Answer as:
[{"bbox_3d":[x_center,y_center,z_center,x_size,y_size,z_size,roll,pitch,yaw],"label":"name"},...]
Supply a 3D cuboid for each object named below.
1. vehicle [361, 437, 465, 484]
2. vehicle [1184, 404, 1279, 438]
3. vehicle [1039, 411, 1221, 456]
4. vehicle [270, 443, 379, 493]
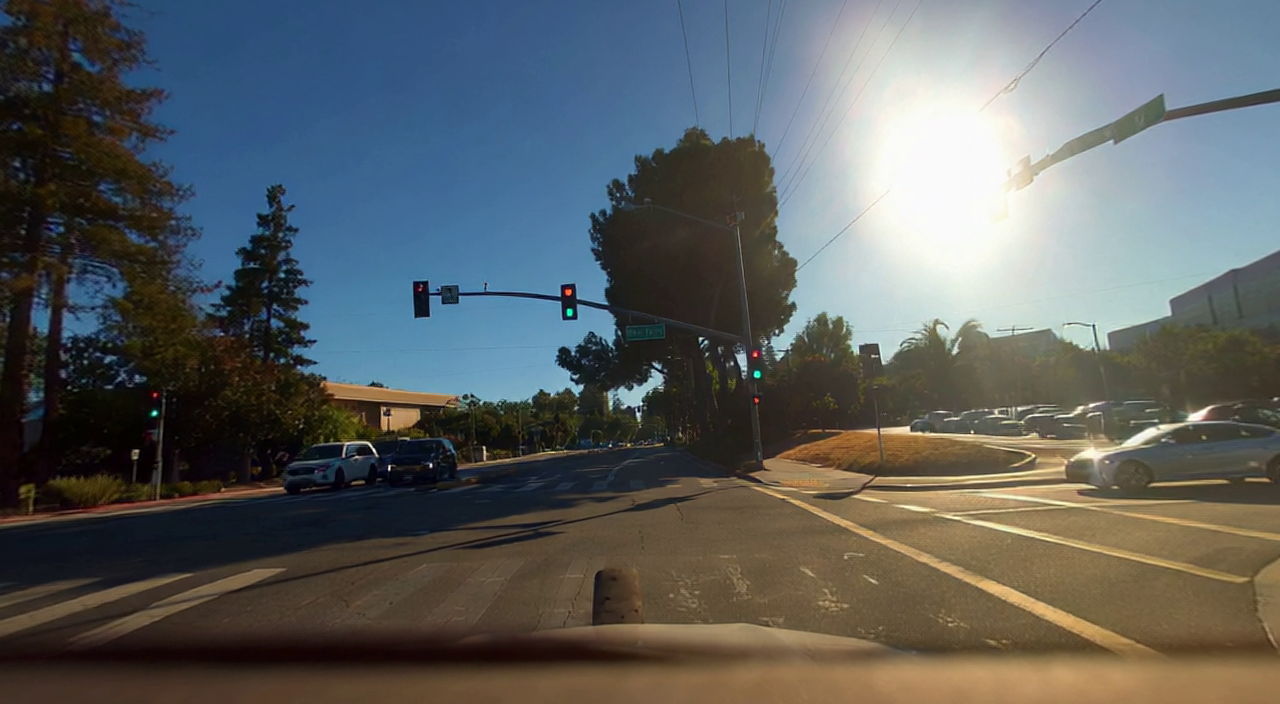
[{"bbox_3d":[-10.172,4.923,28.971,2.664,1.940,5.702,0,-9,0],"label":"vehicle"},{"bbox_3d":[34.789,4.019,36.651,4.326,1.511,1.725,-8,-9,17],"label":"vehicle"},{"bbox_3d":[16.923,2.908,22.128,4.560,1.453,1.851,-3,-9,18],"label":"vehicle"},{"bbox_3d":[-13.790,5.066,28.052,2.306,1.957,4.968,0,-9,-1],"label":"vehicle"}]
